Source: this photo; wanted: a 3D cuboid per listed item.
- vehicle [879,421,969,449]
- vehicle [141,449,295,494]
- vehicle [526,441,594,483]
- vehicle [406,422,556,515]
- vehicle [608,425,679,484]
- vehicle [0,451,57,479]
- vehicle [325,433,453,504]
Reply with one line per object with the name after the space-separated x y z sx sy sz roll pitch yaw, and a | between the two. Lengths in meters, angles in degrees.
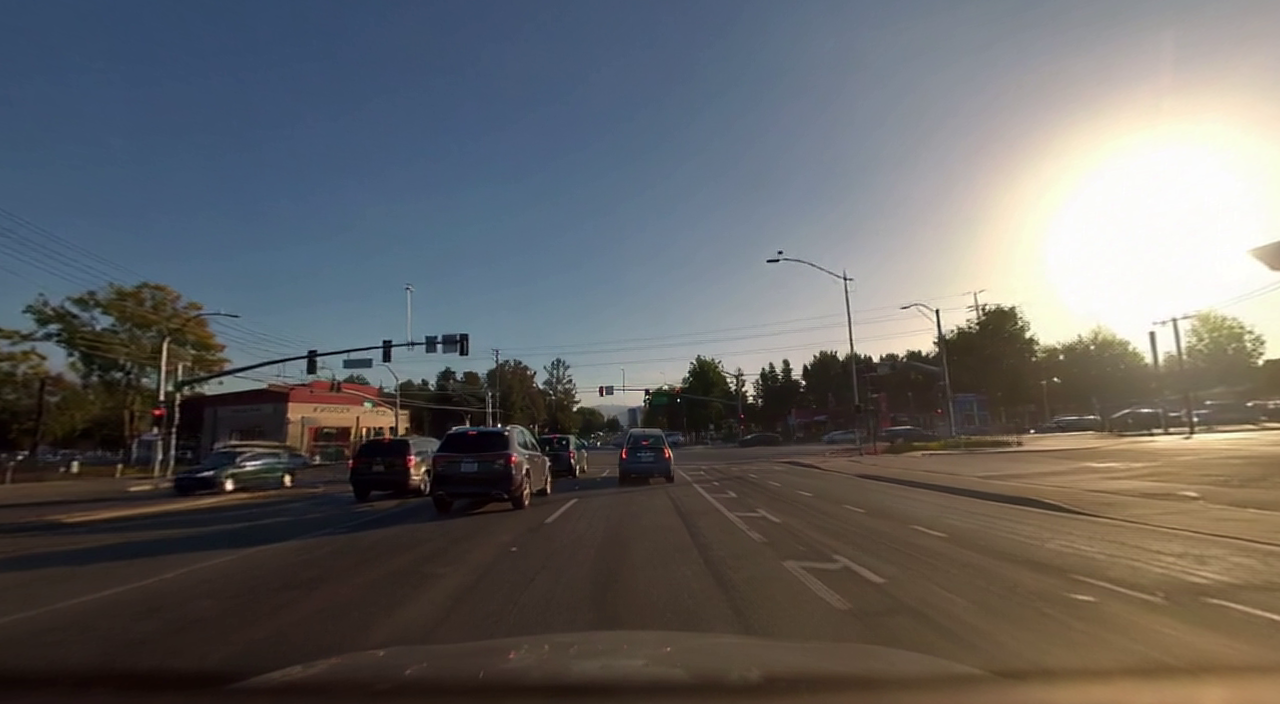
20.940 6.205 46.868 5.782 1.950 2.225 -3 -9 19 | vehicle
-17.280 4.886 26.405 2.299 1.616 5.765 -1 -9 2 | vehicle
-2.881 4.069 23.667 1.881 1.424 4.098 -1 -9 2 | vehicle
-3.263 2.519 14.036 2.096 1.718 4.266 -1 -9 2 | vehicle
0.129 3.614 22.403 2.224 1.819 5.005 0 -9 1 | vehicle
-45.468 8.055 44.956 5.808 1.893 2.225 -1 -9 3 | vehicle
-6.366 2.989 16.524 1.790 1.605 3.696 0 -9 0 | vehicle
